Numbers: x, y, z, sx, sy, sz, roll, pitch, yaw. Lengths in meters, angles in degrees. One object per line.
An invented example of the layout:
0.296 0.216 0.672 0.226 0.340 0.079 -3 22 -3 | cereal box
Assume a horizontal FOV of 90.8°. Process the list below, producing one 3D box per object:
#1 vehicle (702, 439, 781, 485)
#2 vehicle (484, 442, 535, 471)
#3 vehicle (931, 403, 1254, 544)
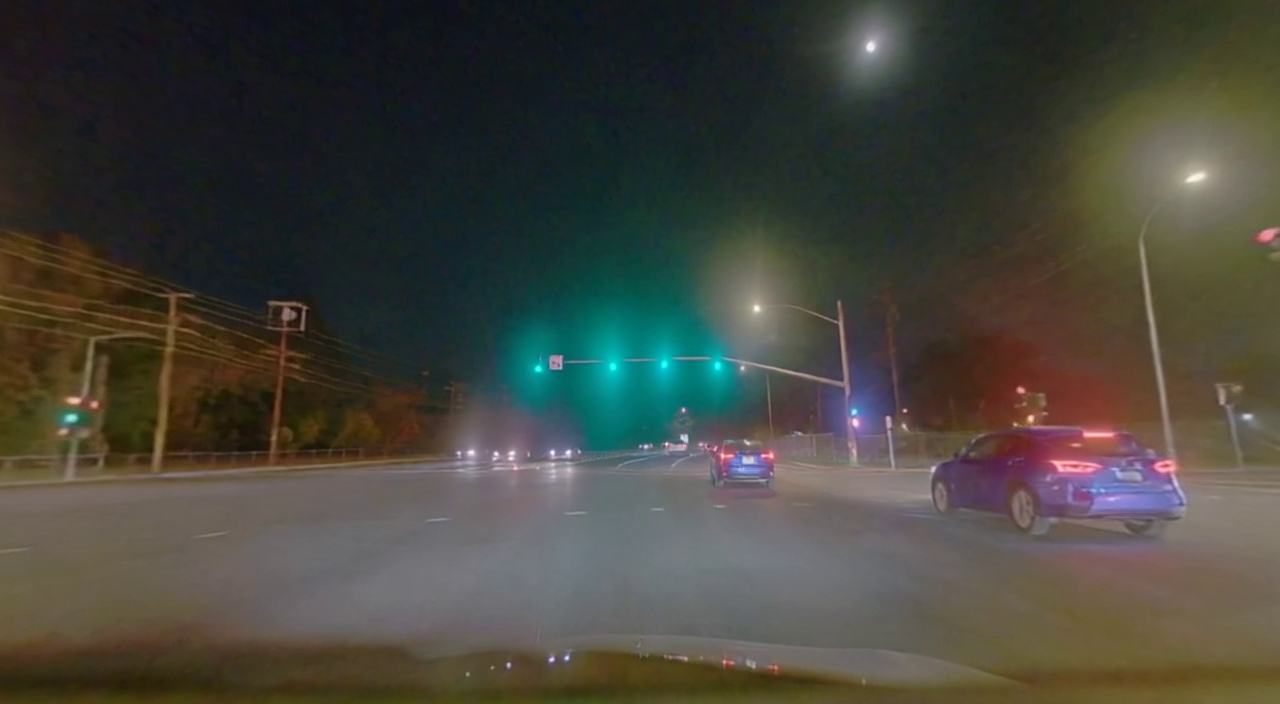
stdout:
3.428 3.802 22.224 2.035 1.460 4.392 0 -8 0 | vehicle
-8.023 6.480 39.342 1.933 1.502 4.946 -3 -7 2 | vehicle
6.886 1.886 10.424 2.029 1.795 4.371 0 -8 0 | vehicle
